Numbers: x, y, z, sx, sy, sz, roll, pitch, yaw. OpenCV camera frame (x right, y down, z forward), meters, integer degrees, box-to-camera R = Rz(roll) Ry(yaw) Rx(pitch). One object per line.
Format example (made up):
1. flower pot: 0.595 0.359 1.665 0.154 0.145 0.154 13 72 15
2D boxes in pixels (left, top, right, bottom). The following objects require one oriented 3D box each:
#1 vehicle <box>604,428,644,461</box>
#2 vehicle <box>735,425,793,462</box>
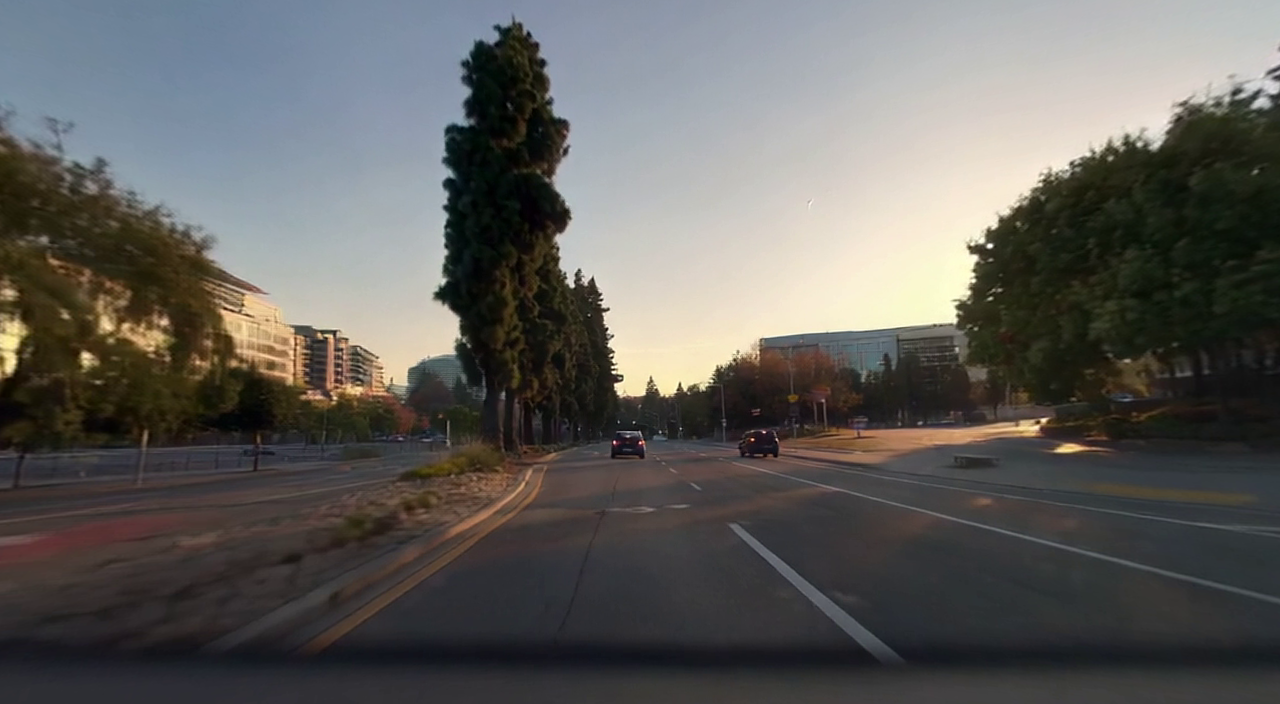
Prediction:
1. vehicle: -0.954 5.461 37.339 2.193 1.794 4.457 0 -8 -1
2. vehicle: 6.456 4.855 33.425 2.026 1.804 4.565 0 -8 -1
